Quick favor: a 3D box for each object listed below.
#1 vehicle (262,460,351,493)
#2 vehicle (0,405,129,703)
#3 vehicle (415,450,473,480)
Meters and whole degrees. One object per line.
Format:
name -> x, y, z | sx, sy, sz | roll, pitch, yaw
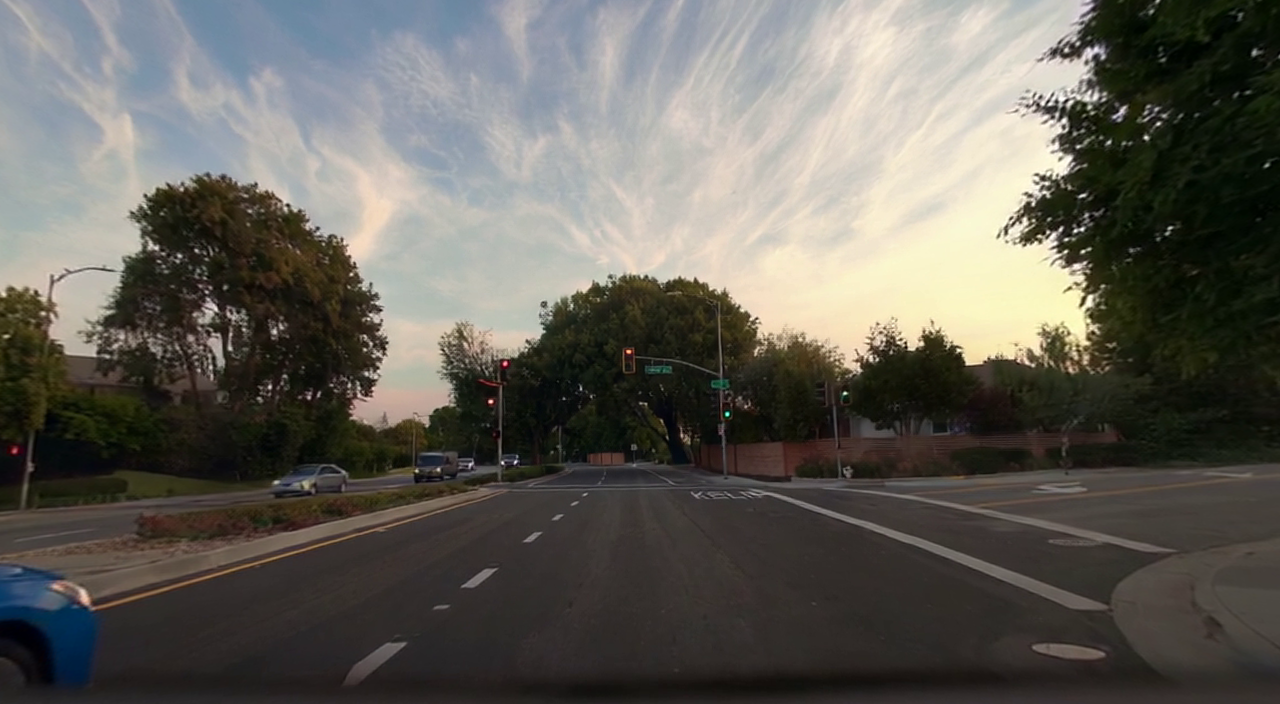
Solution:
vehicle -> -17.283, 6.467, 33.047 | 2.108, 1.480, 4.707 | 0, -9, -1
vehicle -> -3.669, 0.733, 0.969 | 1.980, 1.508, 4.502 | 0, -9, 0
vehicle -> -13.557, 7.814, 44.174 | 2.301, 1.921, 5.793 | 0, -9, -1
